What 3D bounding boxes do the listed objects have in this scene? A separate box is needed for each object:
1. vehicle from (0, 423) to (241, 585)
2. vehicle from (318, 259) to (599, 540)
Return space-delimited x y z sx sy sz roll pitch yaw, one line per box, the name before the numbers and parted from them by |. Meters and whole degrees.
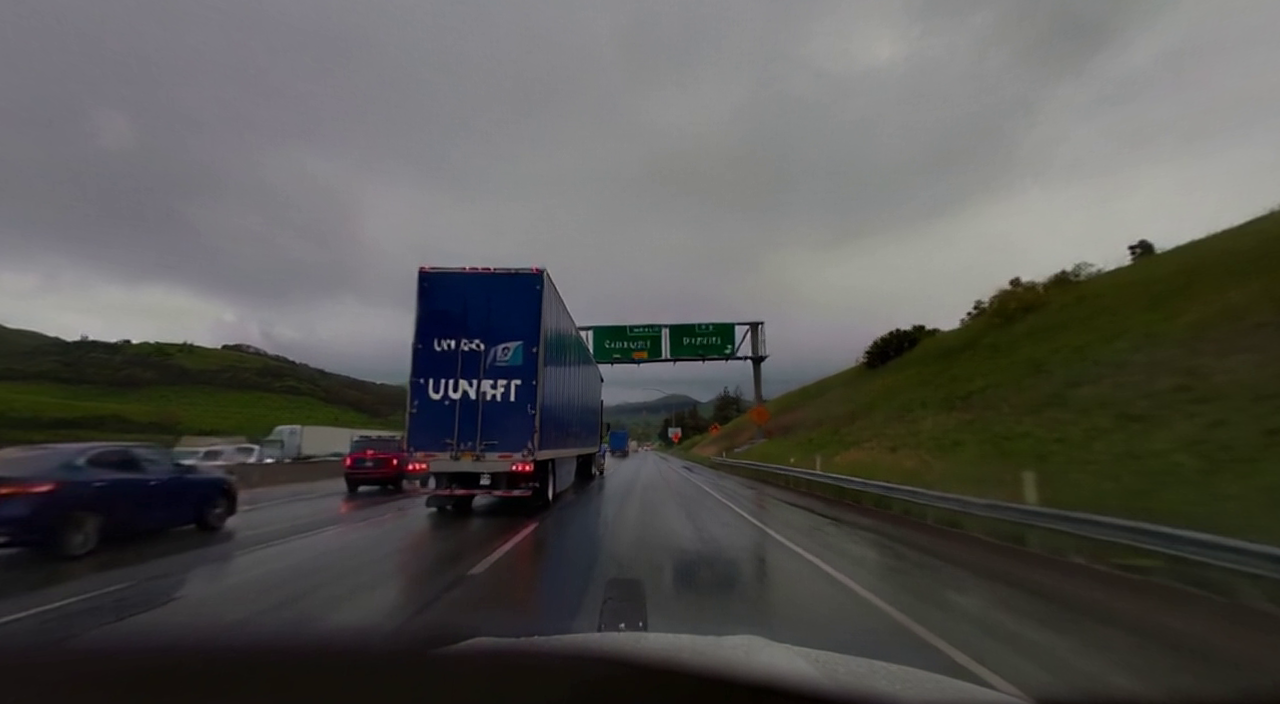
vehicle | -7.396 1.751 7.844 1.949 1.604 4.456 0 -8 0
vehicle | -3.253 1.843 17.796 3.202 4.352 16.251 0 -8 0
